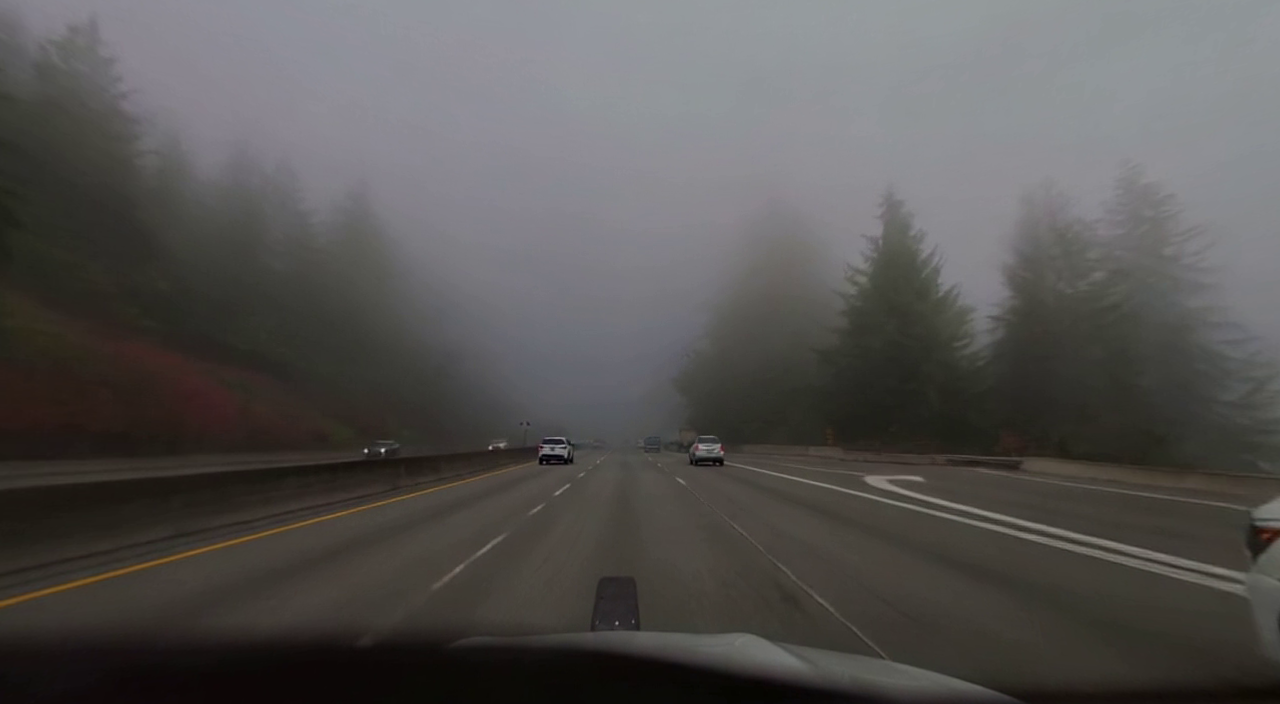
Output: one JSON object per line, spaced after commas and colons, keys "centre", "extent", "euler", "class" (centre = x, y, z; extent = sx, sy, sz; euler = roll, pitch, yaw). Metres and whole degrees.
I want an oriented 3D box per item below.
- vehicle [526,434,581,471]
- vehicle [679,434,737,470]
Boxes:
{"centre": [-4.062, 4.746, 30.246], "extent": [2.011, 1.614, 4.808], "euler": [0, -8, -1], "class": "vehicle"}
{"centre": [2.951, 4.440, 28.166], "extent": [1.990, 1.480, 3.865], "euler": [0, -8, -2], "class": "vehicle"}
